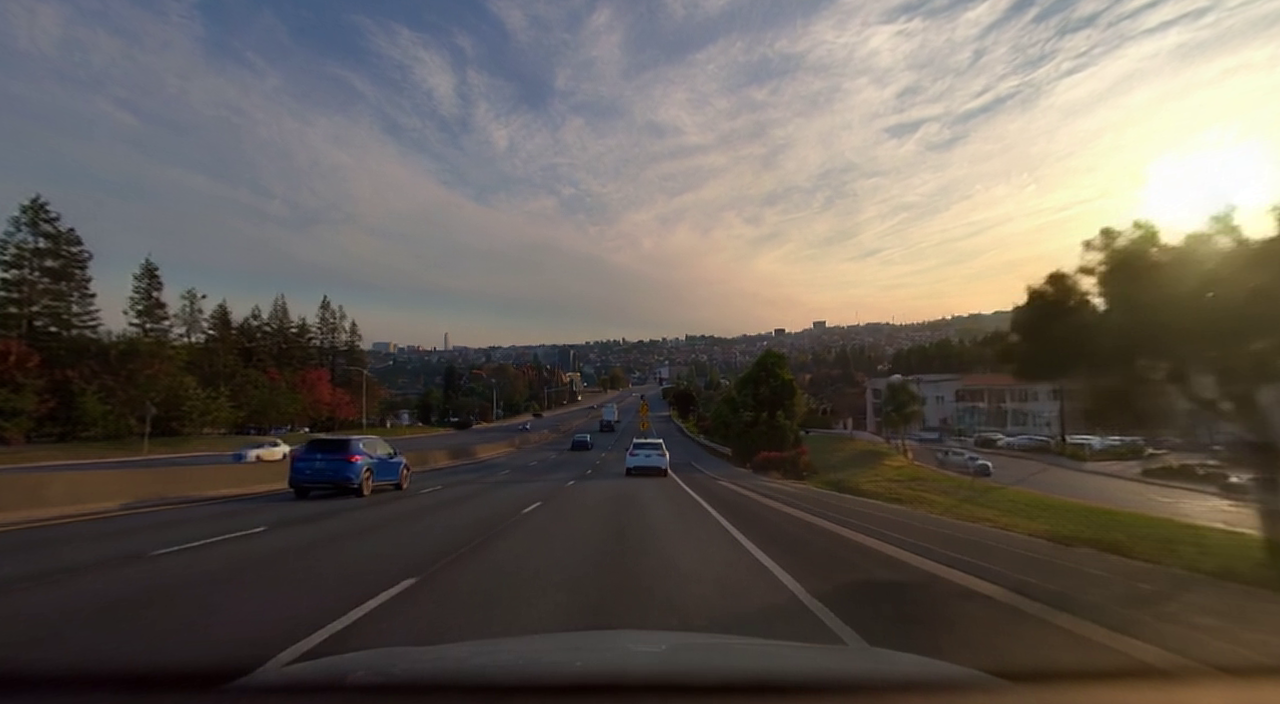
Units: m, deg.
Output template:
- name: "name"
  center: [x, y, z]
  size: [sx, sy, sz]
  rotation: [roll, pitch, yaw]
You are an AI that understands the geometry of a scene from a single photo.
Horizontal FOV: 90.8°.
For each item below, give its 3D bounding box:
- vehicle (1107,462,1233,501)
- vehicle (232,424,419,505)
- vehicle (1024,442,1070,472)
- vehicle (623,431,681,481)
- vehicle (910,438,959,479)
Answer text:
- name: "vehicle"
  center: [25.797, 6.276, 30.990]
  size: [1.862, 1.481, 4.503]
  rotation: [0, -7, -9]
- name: "vehicle"
  center: [-7.472, 2.726, 15.776]
  size: [1.997, 1.650, 5.090]
  rotation: [0, -8, 1]
- name: "vehicle"
  center: [29.332, 7.535, 45.640]
  size: [2.059, 1.942, 4.496]
  rotation: [-5, -9, 25]
- name: "vehicle"
  center: [0.459, 4.171, 25.535]
  size: [2.125, 1.830, 4.370]
  rotation: [0, -8, 0]
- name: "vehicle"
  center: [18.102, 6.489, 39.029]
  size: [1.849, 1.958, 4.453]
  rotation: [-2, -3, 14]
